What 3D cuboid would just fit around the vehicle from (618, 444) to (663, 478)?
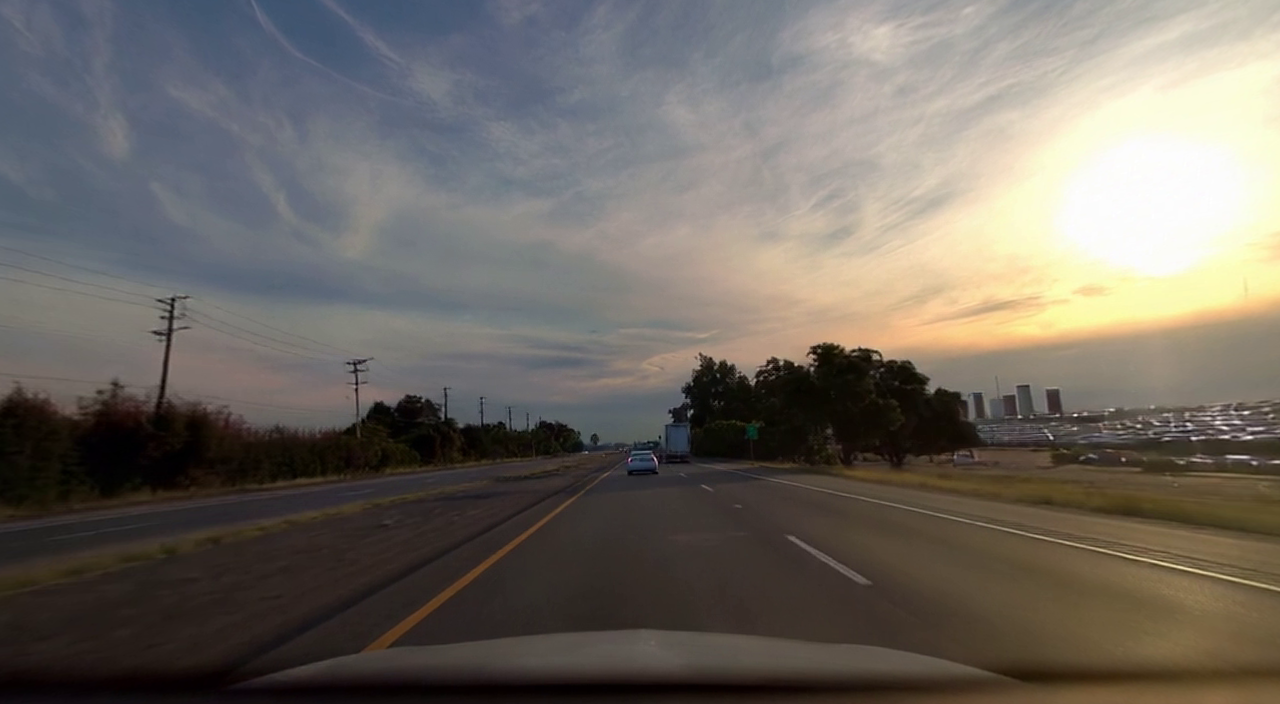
[{"bbox_3d":[0.019,5.287,30.732,2.045,1.527,4.023,0,-9,0],"label":"vehicle"}]
